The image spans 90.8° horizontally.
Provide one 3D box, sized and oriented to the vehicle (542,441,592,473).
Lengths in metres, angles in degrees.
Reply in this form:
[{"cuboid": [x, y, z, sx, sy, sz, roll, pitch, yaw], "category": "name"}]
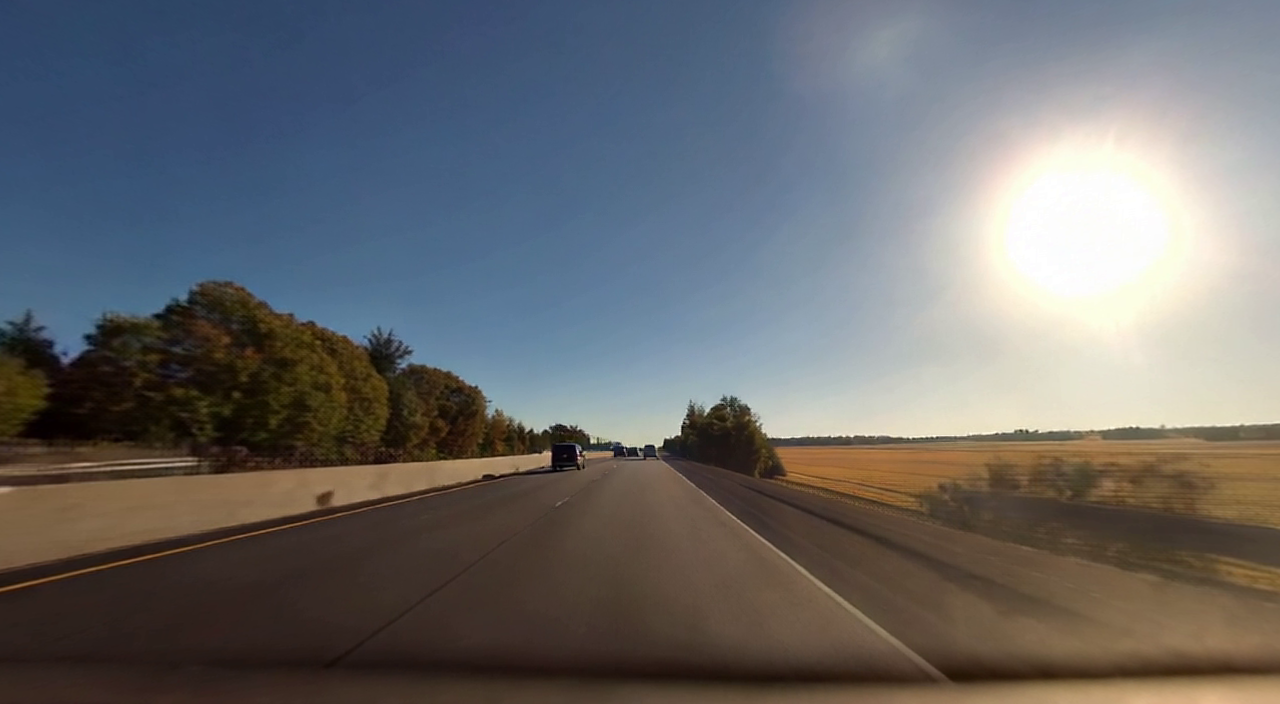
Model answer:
[{"cuboid": [-4.044, 5.971, 35.962, 2.188, 1.692, 4.623, 0, -9, 1], "category": "vehicle"}]
